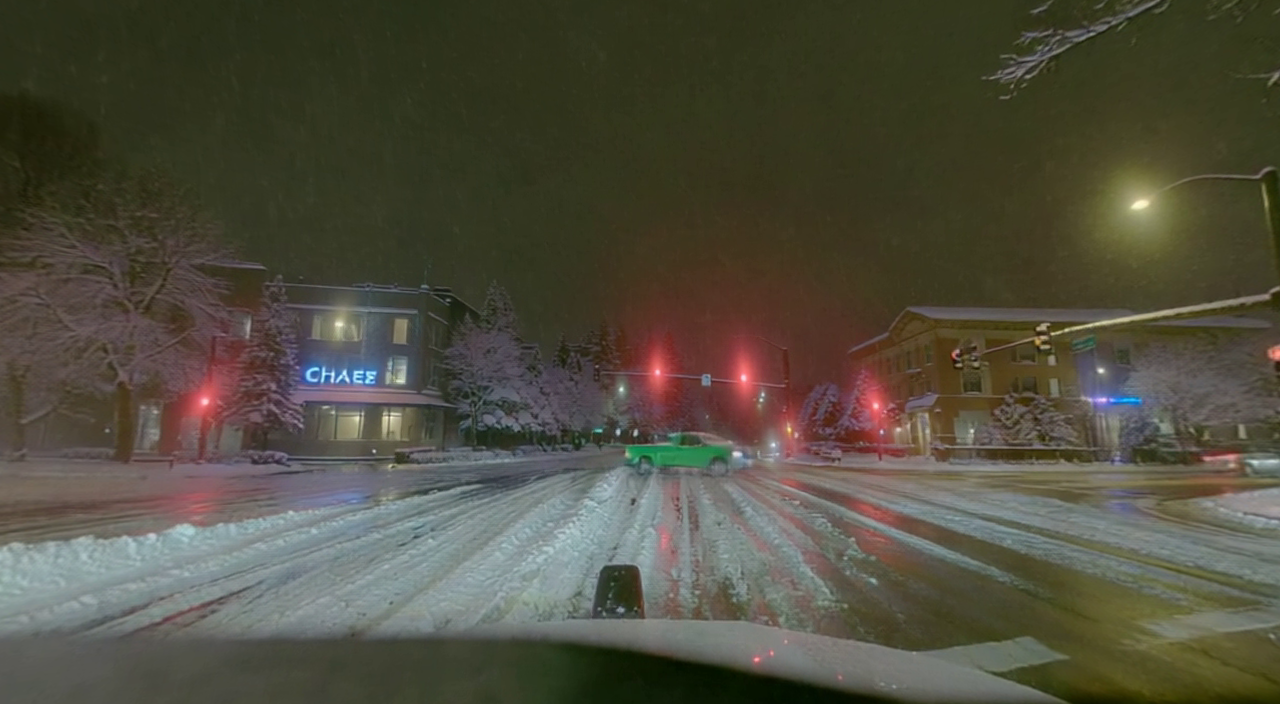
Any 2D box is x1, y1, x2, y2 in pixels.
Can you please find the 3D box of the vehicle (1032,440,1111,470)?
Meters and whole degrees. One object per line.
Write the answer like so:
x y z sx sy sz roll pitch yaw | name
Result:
26.349 6.271 38.554 4.541 1.731 2.007 5 -10 -28 | vehicle

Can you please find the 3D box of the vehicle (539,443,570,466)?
-6.044 7.125 44.105 1.879 1.464 4.457 2 -9 -11 | vehicle

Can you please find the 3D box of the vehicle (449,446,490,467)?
-12.620 7.761 47.096 1.946 1.474 4.008 0 -9 0 | vehicle

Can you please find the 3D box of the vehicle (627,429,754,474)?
2.335 4.758 30.263 5.667 1.927 2.289 -6 -11 36 | vehicle

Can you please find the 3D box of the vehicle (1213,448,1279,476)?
34.787 6.164 35.695 4.658 1.478 1.946 4 -10 -27 | vehicle

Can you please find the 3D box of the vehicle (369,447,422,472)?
-16.249 7.137 42.228 1.883 1.586 4.297 0 -9 0 | vehicle
